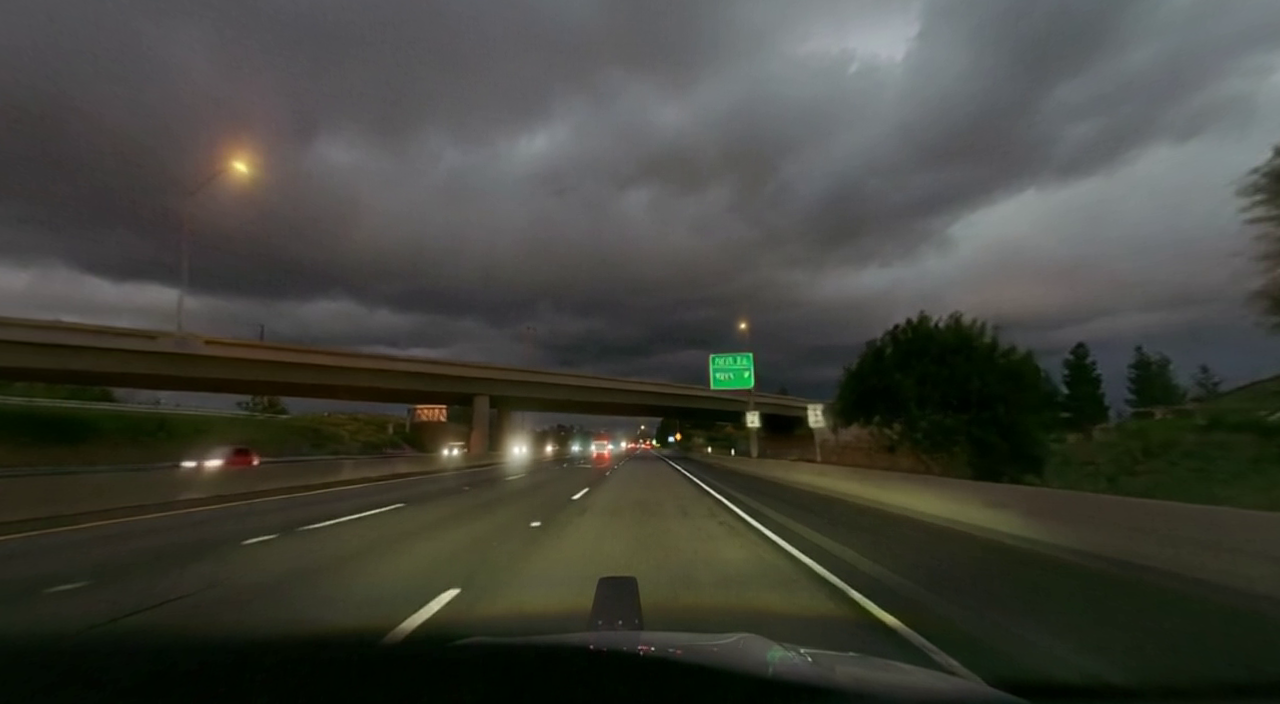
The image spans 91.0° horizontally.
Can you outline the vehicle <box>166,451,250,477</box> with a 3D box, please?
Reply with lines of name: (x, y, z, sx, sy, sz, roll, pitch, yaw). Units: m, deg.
vehicle: (-27.534, 7.127, 40.341, 1.919, 1.546, 4.770, 0, -9, 2)
